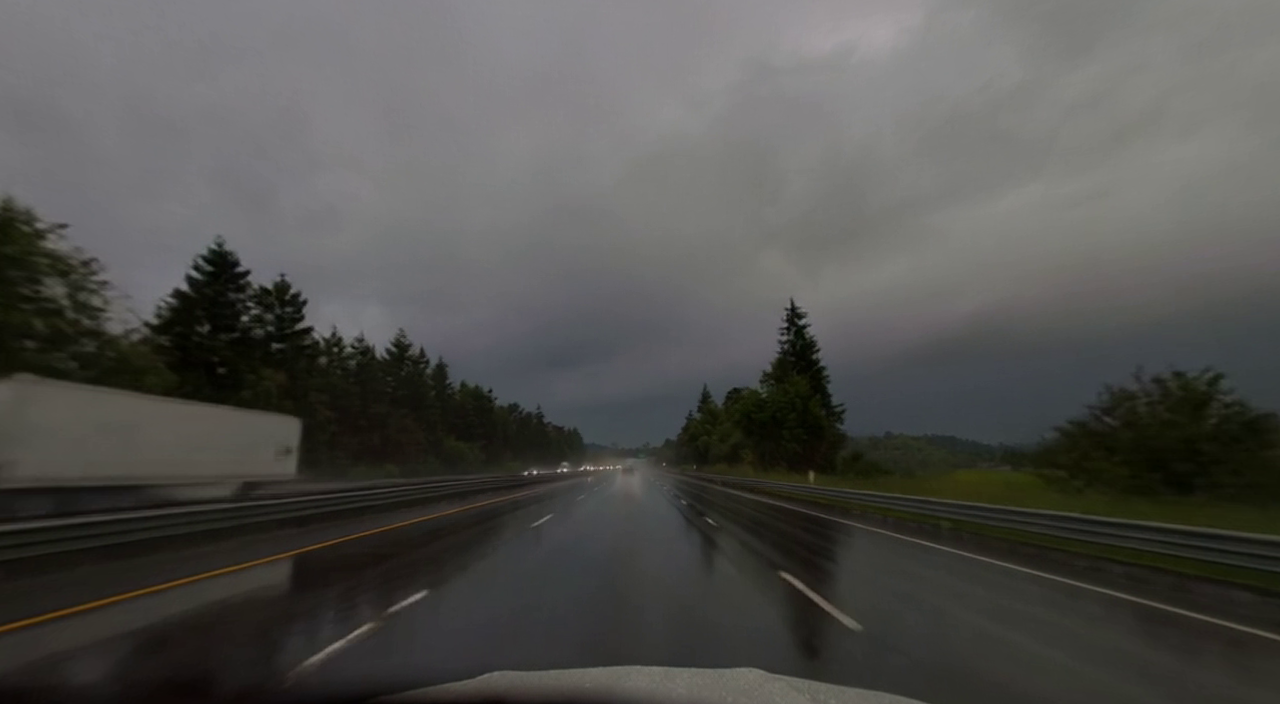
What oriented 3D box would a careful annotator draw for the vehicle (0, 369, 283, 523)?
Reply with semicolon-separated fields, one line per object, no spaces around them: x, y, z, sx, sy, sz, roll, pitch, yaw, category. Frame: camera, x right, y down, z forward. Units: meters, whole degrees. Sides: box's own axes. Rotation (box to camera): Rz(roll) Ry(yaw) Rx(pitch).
-16.696;3.033;19.318;3.250;3.556;14.302;1;-11;-1;vehicle
